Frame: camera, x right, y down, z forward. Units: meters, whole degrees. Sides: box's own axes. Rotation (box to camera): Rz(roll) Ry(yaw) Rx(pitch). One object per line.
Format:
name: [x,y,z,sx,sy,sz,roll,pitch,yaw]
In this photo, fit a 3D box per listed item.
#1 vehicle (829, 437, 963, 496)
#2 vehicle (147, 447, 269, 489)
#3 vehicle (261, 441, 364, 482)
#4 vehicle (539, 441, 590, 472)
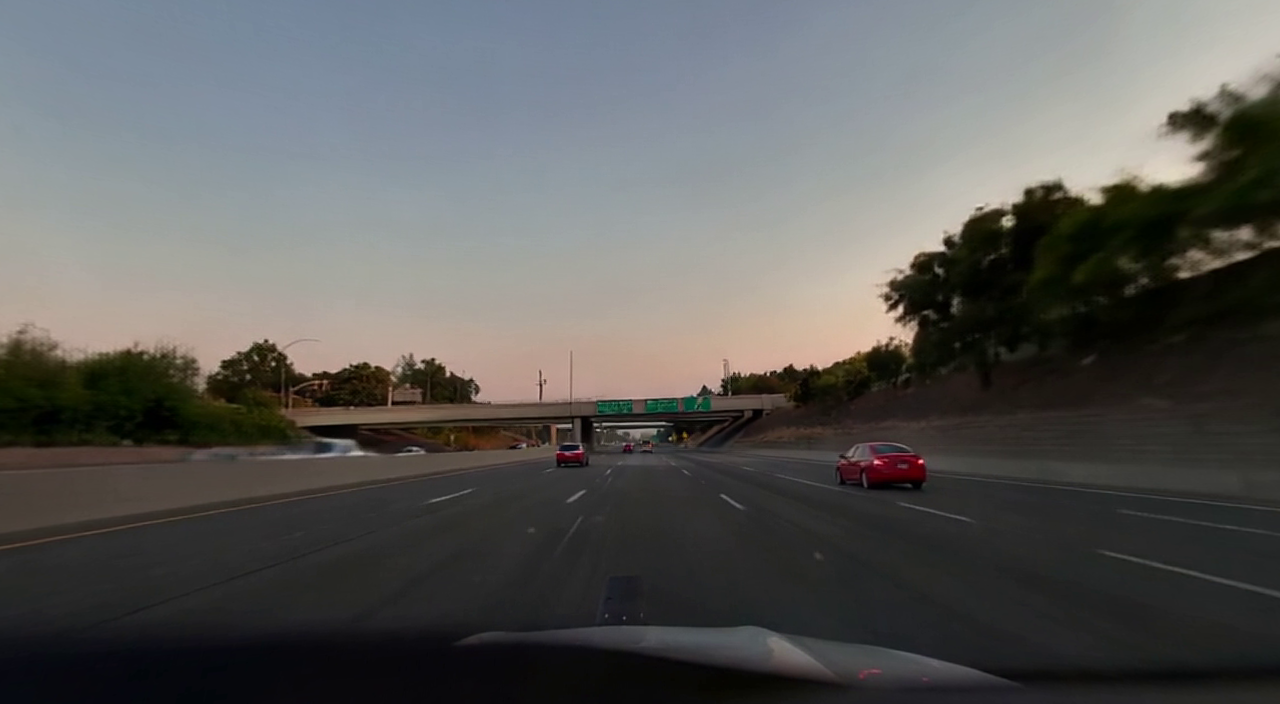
vehicle: [7.156,3.237,18.238,1.914,1.465,4.574,0,-8,0]
vehicle: [-17.617,4.726,26.055,1.869,1.534,4.489,0,-8,-1]
vehicle: [-13.632,4.565,26.613,1.943,1.583,4.396,0,-8,1]
vehicle: [-3.993,5.592,34.070,2.085,1.533,4.861,0,-8,1]
